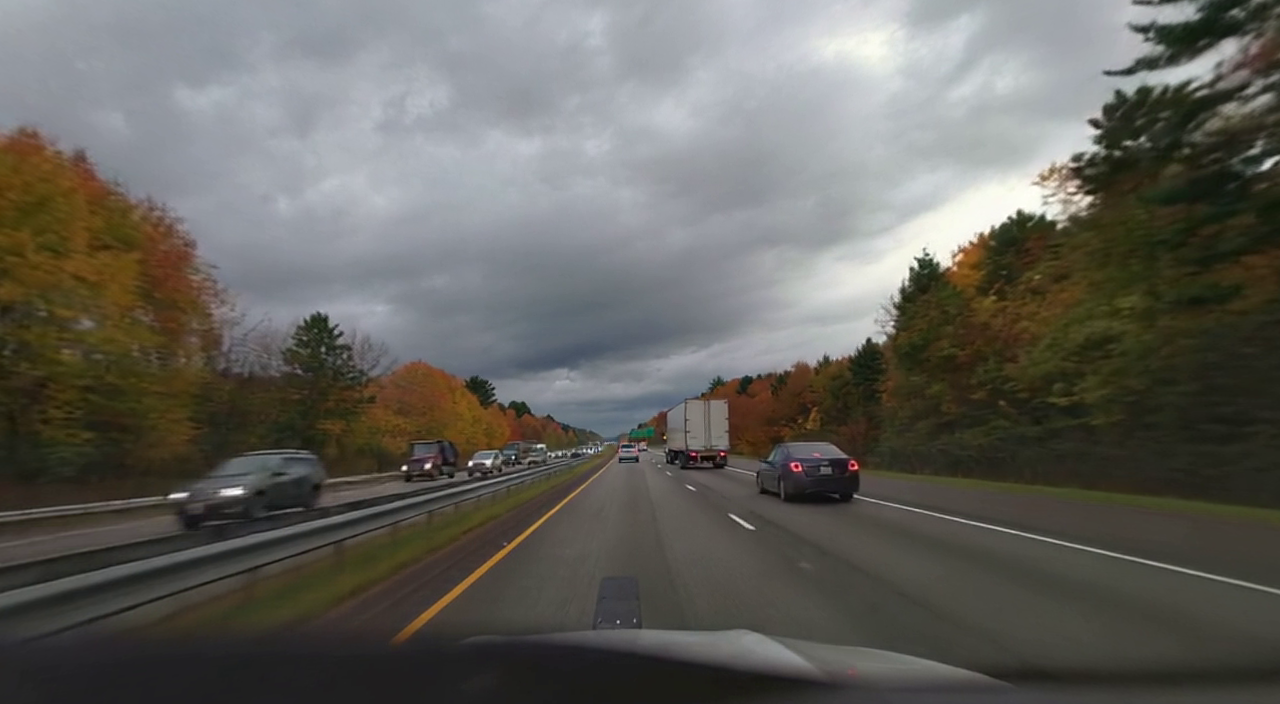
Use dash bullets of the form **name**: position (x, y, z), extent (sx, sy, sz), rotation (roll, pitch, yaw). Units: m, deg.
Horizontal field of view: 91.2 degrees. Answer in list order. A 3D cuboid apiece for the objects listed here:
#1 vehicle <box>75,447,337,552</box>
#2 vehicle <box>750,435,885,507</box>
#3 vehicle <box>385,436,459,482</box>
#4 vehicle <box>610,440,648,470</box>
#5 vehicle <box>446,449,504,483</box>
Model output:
- **vehicle**: position (-7.968, 2.696, 12.182), extent (2.023, 1.636, 4.274), rotation (0, -9, 0)
- **vehicle**: position (4.195, 2.895, 15.624), extent (1.997, 1.504, 4.236), rotation (0, -9, -1)
- **vehicle**: position (-14.035, 6.962, 40.971), extent (2.380, 2.710, 6.976), rotation (0, -9, -1)
- **vehicle**: position (-0.678, 6.350, 38.630), extent (2.168, 1.705, 4.272), rotation (0, -9, -1)
- **vehicle**: position (-8.645, 5.973, 33.231), extent (1.943, 1.634, 4.240), rotation (0, -9, 0)
